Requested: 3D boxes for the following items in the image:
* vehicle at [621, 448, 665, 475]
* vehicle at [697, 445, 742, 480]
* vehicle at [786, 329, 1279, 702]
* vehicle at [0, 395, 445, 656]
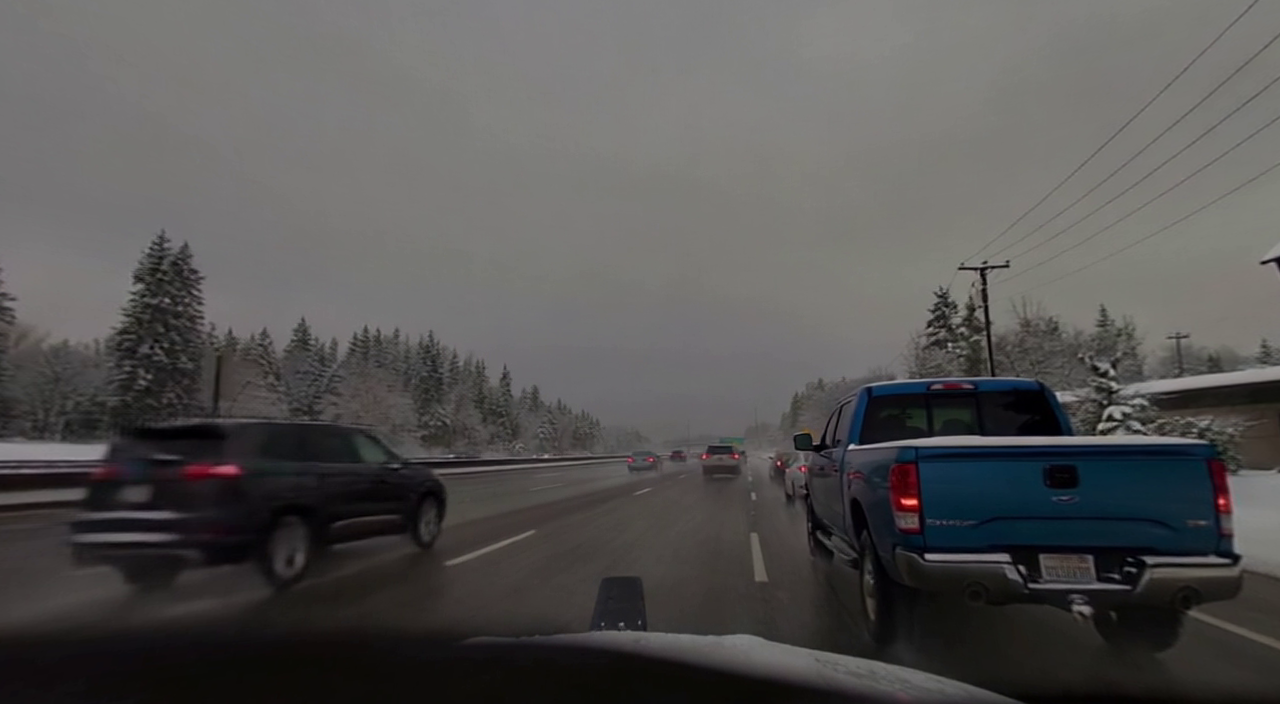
[{"bbox_3d":[0.278,6.730,39.000,2.119,1.478,4.644,-1,-9,8],"label":"vehicle"},{"bbox_3d":[4.229,5.726,33.062,2.080,1.682,4.150,-1,-9,10],"label":"vehicle"},{"bbox_3d":[3.399,1.412,7.078,3.024,2.092,6.797,-1,-9,10],"label":"vehicle"},{"bbox_3d":[-4.239,1.506,6.686,2.209,1.714,4.576,-1,-9,10],"label":"vehicle"}]
